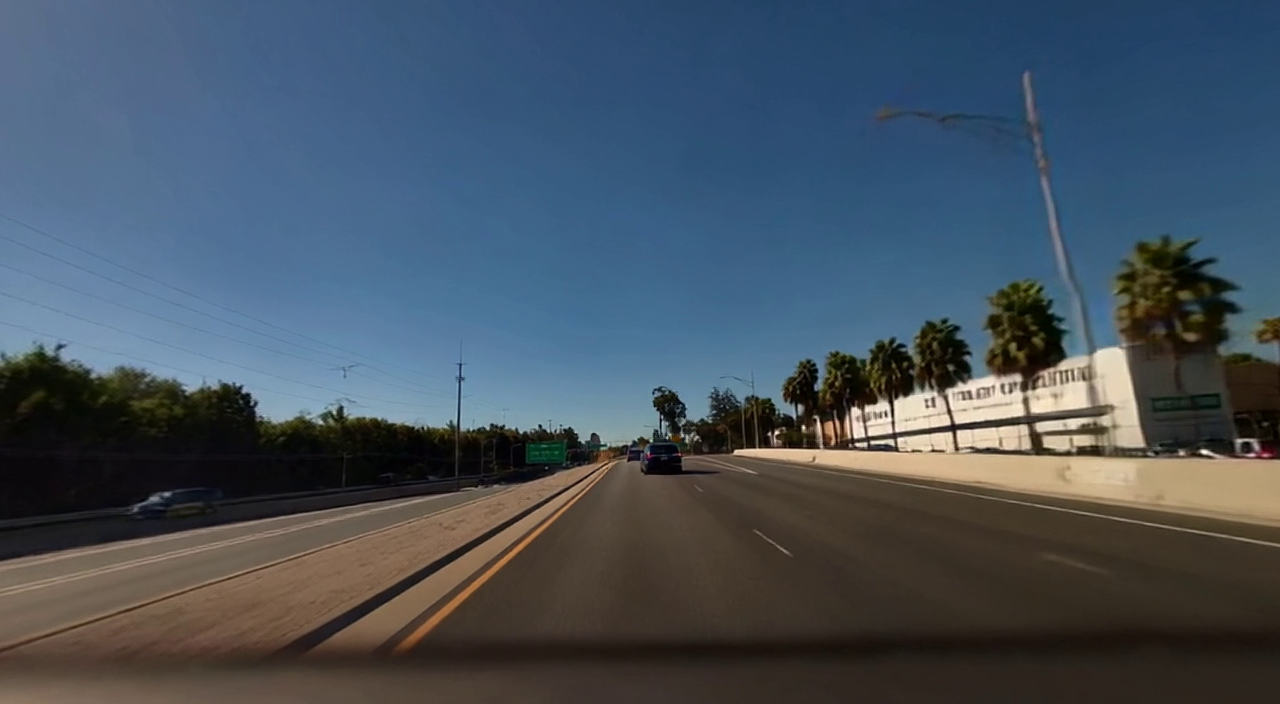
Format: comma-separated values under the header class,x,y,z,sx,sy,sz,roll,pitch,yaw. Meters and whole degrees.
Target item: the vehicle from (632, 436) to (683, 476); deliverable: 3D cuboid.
class,x,y,z,sx,sy,sz,roll,pitch,yaw
vehicle,0.717,4.844,29.479,2.089,1.718,4.193,0,-9,-2
